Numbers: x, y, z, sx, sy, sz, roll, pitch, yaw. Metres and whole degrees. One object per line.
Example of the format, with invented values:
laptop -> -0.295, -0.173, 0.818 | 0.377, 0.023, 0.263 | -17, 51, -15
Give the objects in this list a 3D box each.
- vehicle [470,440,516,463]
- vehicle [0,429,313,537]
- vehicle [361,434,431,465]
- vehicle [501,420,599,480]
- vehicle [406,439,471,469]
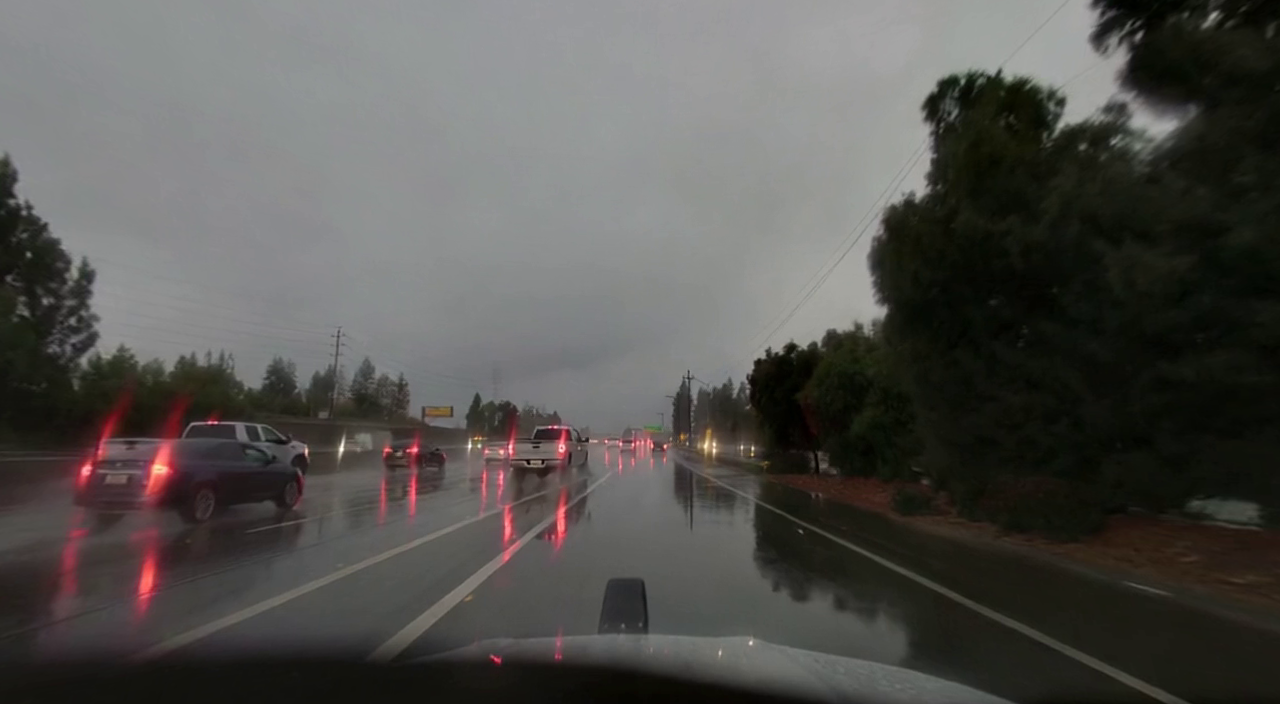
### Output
vehicle -> -10.178, 6.901, 43.793 | 1.915, 1.472, 4.502 | -1, -8, 3
vehicle -> -8.004, 2.153, 11.034 | 1.964, 1.481, 4.425 | -1, -8, 3
vehicle -> -14.417, 5.801, 37.450 | 2.090, 1.707, 4.747 | -1, -8, 3
vehicle -> -3.379, 3.932, 25.407 | 2.815, 2.092, 6.526 | 0, -8, 2
vehicle -> -10.657, 5.419, 33.567 | 1.884, 1.453, 4.579 | 0, -8, 2
